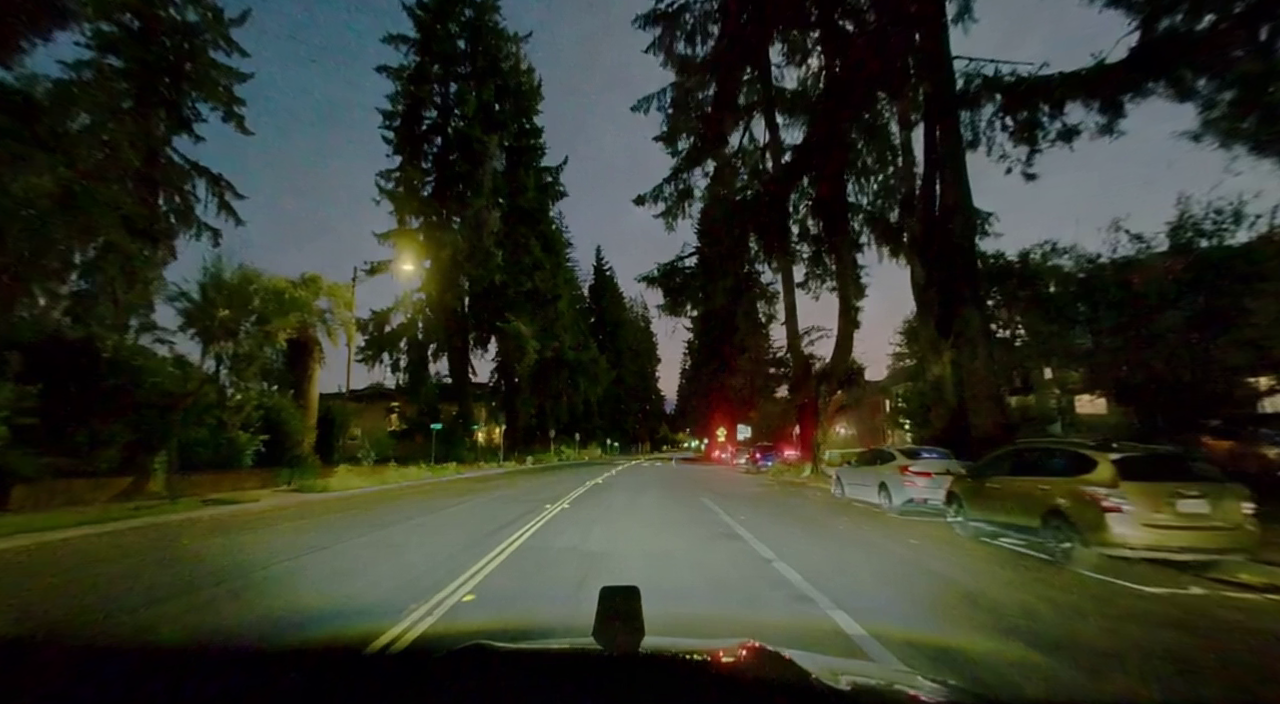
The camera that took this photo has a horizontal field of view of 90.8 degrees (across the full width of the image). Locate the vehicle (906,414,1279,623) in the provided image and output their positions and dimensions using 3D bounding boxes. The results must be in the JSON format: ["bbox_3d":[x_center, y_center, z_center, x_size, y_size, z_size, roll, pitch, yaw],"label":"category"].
[{"bbox_3d":[5.219,1.703,7.593,2.085,1.647,5.027,-1,-9,3],"label":"vehicle"}]

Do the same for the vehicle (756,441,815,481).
[{"bbox_3d":[6.482,4.879,28.563,1.798,1.669,3.626,0,-9,0],"label":"vehicle"}]
